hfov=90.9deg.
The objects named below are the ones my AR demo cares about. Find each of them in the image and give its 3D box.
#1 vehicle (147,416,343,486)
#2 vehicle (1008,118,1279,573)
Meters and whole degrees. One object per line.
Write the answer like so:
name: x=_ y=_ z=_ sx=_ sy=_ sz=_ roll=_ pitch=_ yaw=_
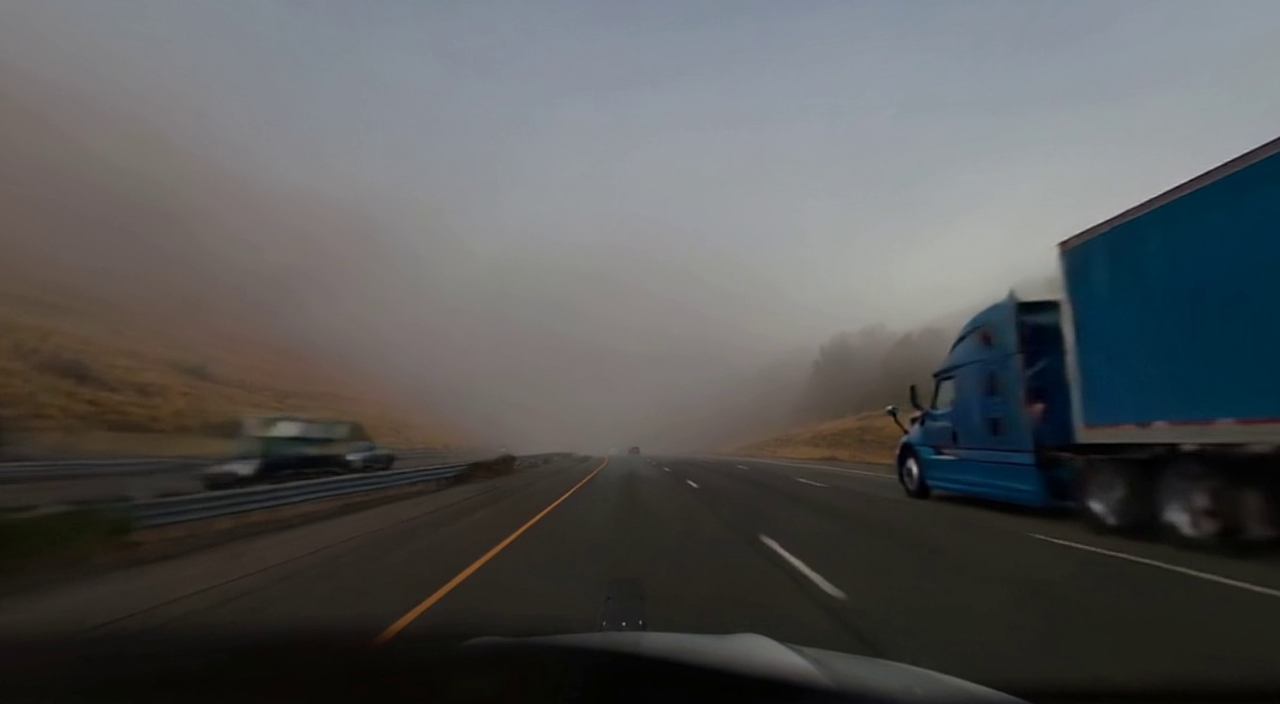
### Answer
vehicle: x=-14.606 y=3.733 z=24.212 sx=2.850 sy=2.258 sz=7.202 roll=-1 pitch=-8 yaw=0
vehicle: x=7.382 y=-0.631 z=1.804 sx=2.923 sy=4.182 sz=16.345 roll=-1 pitch=-8 yaw=0
